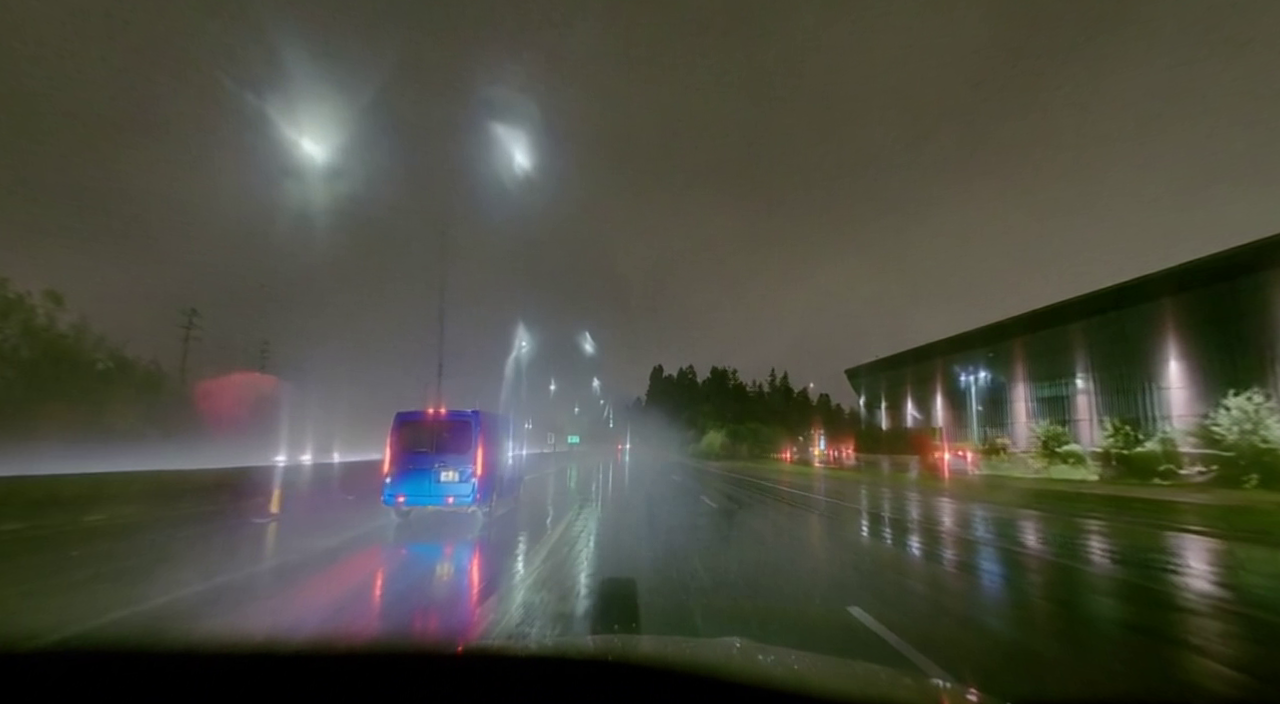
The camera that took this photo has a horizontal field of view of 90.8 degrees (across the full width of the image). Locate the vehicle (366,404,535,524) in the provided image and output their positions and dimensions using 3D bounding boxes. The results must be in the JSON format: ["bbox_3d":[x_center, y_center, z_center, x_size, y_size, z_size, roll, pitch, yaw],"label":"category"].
[{"bbox_3d":[-3.519,2.196,12.785,2.046,1.982,4.465,0,-9,-1],"label":"vehicle"}]

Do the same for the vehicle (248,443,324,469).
[{"bbox_3d":[-20.416,6.004,36.639,1.836,1.431,4.297,0,-9,1],"label":"vehicle"}]
